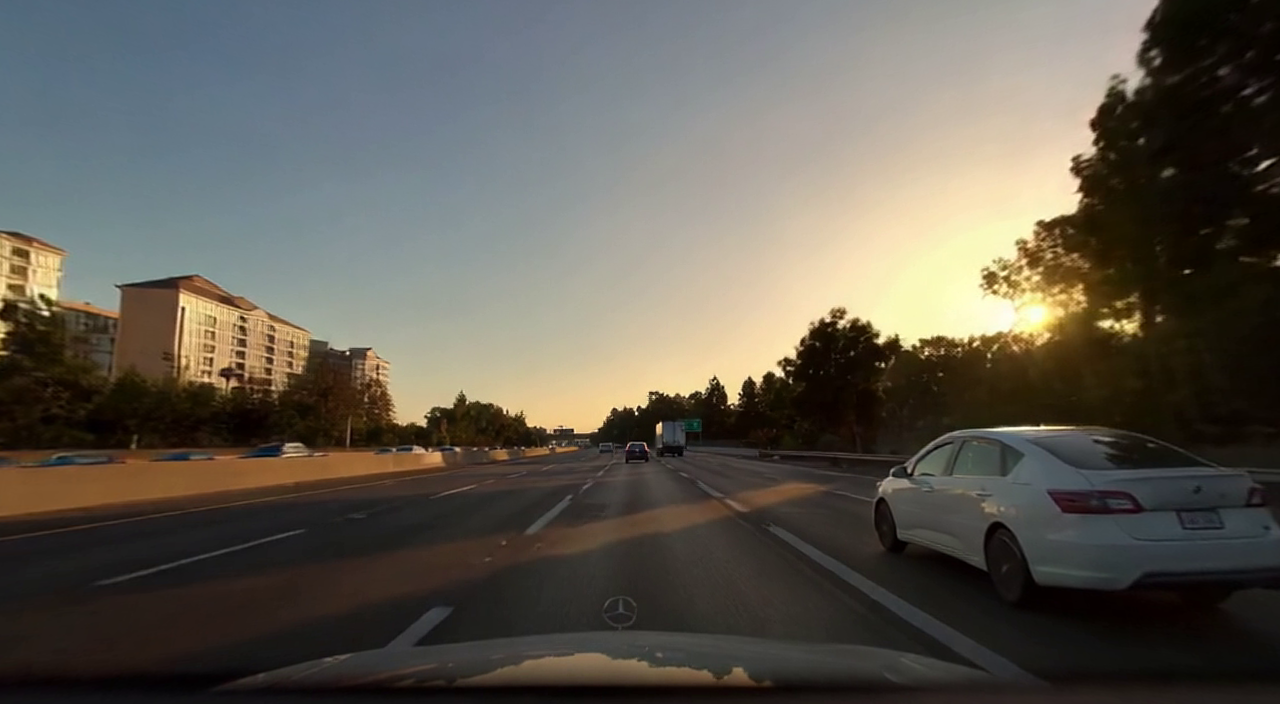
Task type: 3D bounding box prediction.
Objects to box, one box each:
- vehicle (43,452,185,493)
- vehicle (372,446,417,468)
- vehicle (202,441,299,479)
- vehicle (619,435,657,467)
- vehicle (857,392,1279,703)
[{"bbox_3d":[-21.998,5.029,26.723,1.986,1.484,4.683,0,-9,0],"label":"vehicle"},{"bbox_3d":[-18.103,7.736,46.691,1.796,1.505,3.726,0,-8,0],"label":"vehicle"},{"bbox_3d":[-18.136,5.031,29.664,1.863,1.613,4.092,0,-8,0],"label":"vehicle"},{"bbox_3d":[-0.166,6.305,40.359,2.297,1.912,4.355,0,-8,-1],"label":"vehicle"},{"bbox_3d":[3.655,1.324,5.437,1.950,1.596,4.326,0,-8,-1],"label":"vehicle"}]
